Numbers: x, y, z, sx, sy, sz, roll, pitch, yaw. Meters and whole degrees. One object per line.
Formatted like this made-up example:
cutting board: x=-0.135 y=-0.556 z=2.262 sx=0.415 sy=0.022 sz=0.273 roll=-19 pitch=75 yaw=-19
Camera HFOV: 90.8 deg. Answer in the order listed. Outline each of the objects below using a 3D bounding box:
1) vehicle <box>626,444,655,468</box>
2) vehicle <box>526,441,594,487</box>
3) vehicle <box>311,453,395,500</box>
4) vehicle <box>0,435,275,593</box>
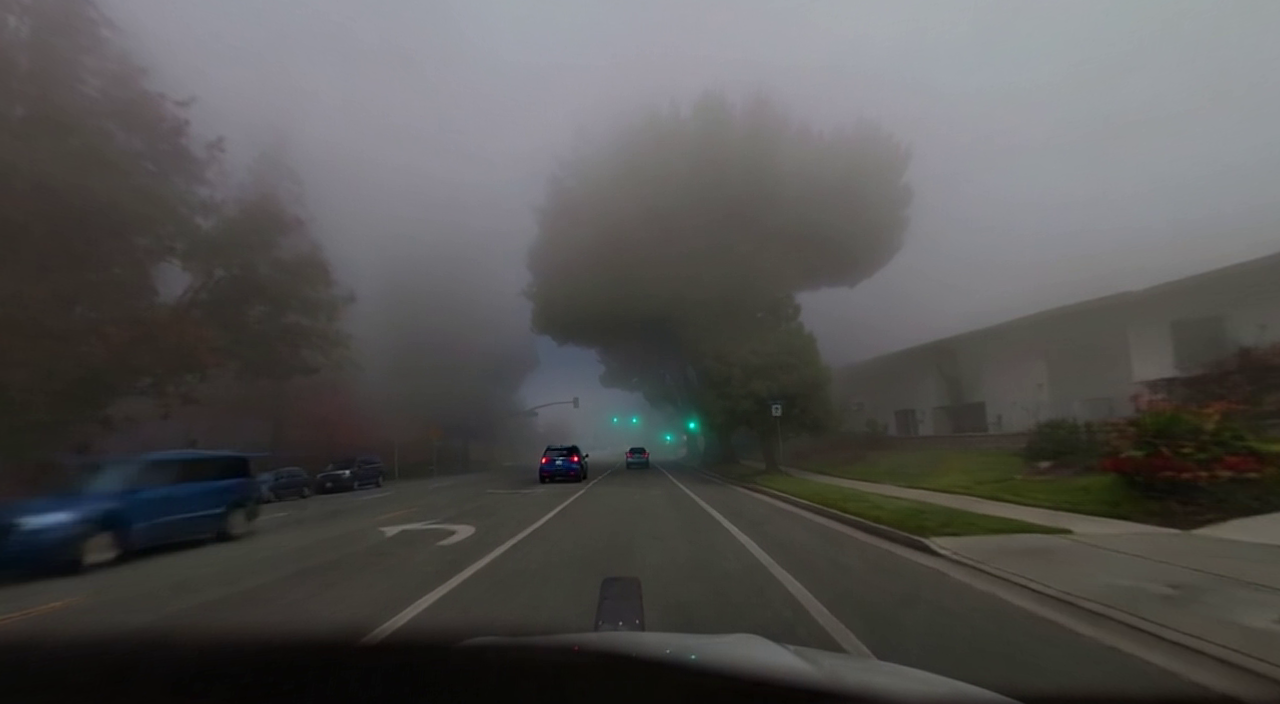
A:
vehicle: x=-0.005 y=7.936 z=48.329 sx=2.088 sy=1.735 sz=4.801 roll=0 pitch=-9 yaw=-1
vehicle: x=-3.226 y=4.606 z=26.338 sx=2.097 sy=1.755 sz=4.336 roll=0 pitch=-9 yaw=2
vehicle: x=-14.158 y=6.114 z=31.483 sx=1.996 sy=1.886 sz=4.692 roll=-5 pitch=-9 yaw=0
vehicle: x=-7.891 y=2.226 z=9.462 sx=2.084 sy=1.731 sz=4.595 roll=-4 pitch=-9 yaw=1
